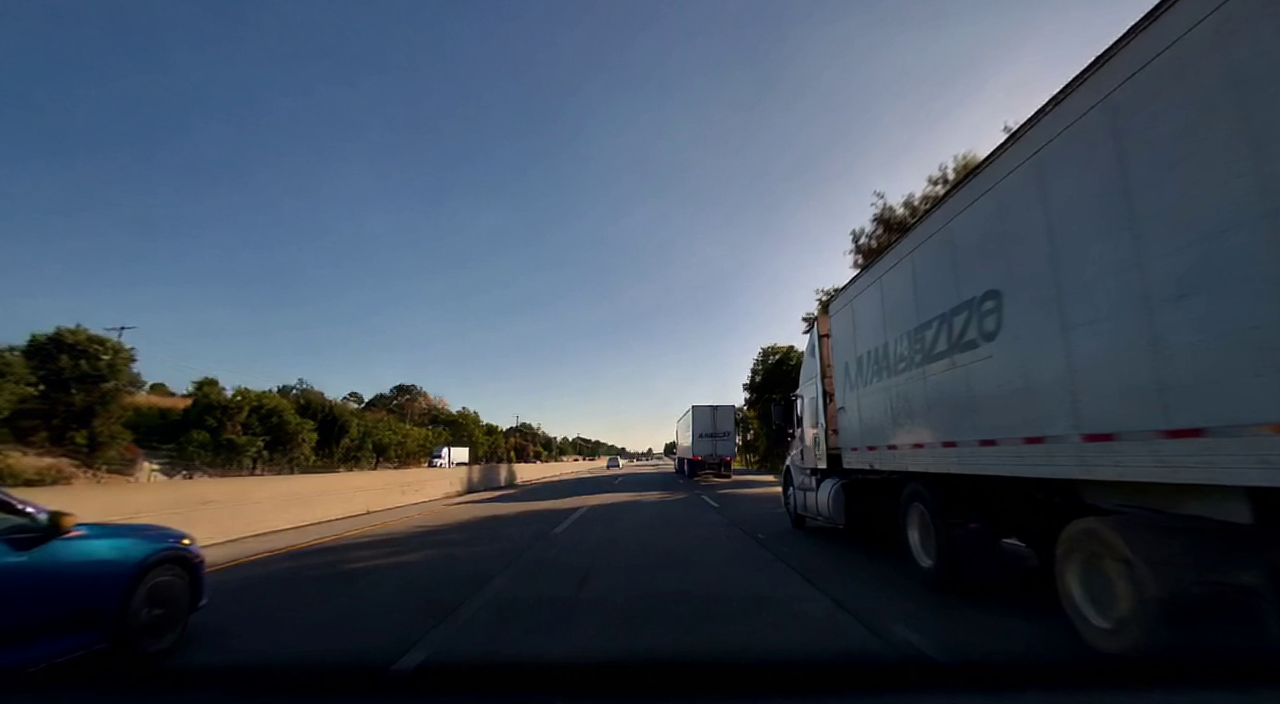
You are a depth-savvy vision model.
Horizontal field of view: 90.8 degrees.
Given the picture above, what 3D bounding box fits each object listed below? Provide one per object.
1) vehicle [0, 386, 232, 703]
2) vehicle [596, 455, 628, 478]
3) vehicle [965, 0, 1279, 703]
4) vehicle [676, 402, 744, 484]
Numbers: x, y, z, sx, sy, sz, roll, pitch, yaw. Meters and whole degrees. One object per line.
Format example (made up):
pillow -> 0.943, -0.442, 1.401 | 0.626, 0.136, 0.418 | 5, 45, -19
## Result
vehicle -> -3.646, 0.804, 1.860 | 1.945, 1.537, 4.294 | 0, -9, 1
vehicle -> -1.903, 7.876, 43.582 | 1.935, 1.470, 4.063 | 0, -9, 1
vehicle -> 4.721, -0.353, 1.754 | 3.300, 4.237, 7.728 | 0, -9, 0
vehicle -> 3.837, 5.654, 38.235 | 2.832, 4.034, 13.924 | 0, -10, 1
